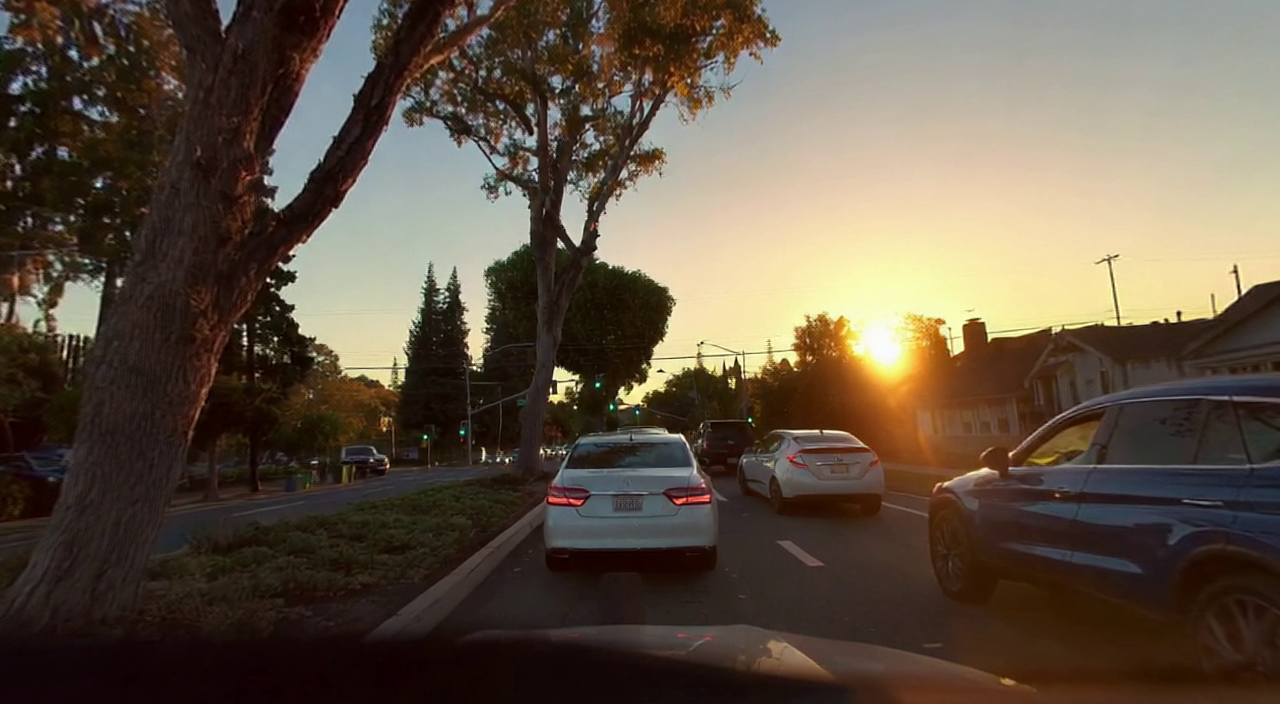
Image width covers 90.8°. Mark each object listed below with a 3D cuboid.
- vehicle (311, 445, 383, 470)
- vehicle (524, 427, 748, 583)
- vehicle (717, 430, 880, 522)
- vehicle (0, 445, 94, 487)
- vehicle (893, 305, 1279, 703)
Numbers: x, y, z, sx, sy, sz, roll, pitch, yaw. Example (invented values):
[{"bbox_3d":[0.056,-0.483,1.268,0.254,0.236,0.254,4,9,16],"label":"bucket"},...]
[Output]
[{"bbox_3d":[-19.892,7.145,43.028,3.957,1.630,1.881,0,-8,0],"label":"vehicle"},{"bbox_3d":[-0.089,1.804,8.311,2.186,1.500,4.141,0,-8,-1],"label":"vehicle"},{"bbox_3d":[2.945,2.421,12.911,1.971,1.517,4.521,0,-8,-3],"label":"vehicle"},{"bbox_3d":[-22.618,4.113,22.897,4.092,1.438,1.639,-1,-8,1],"label":"vehicle"},{"bbox_3d":[3.361,0.902,3.588,2.006,1.766,4.345,0,-8,0],"label":"vehicle"}]
